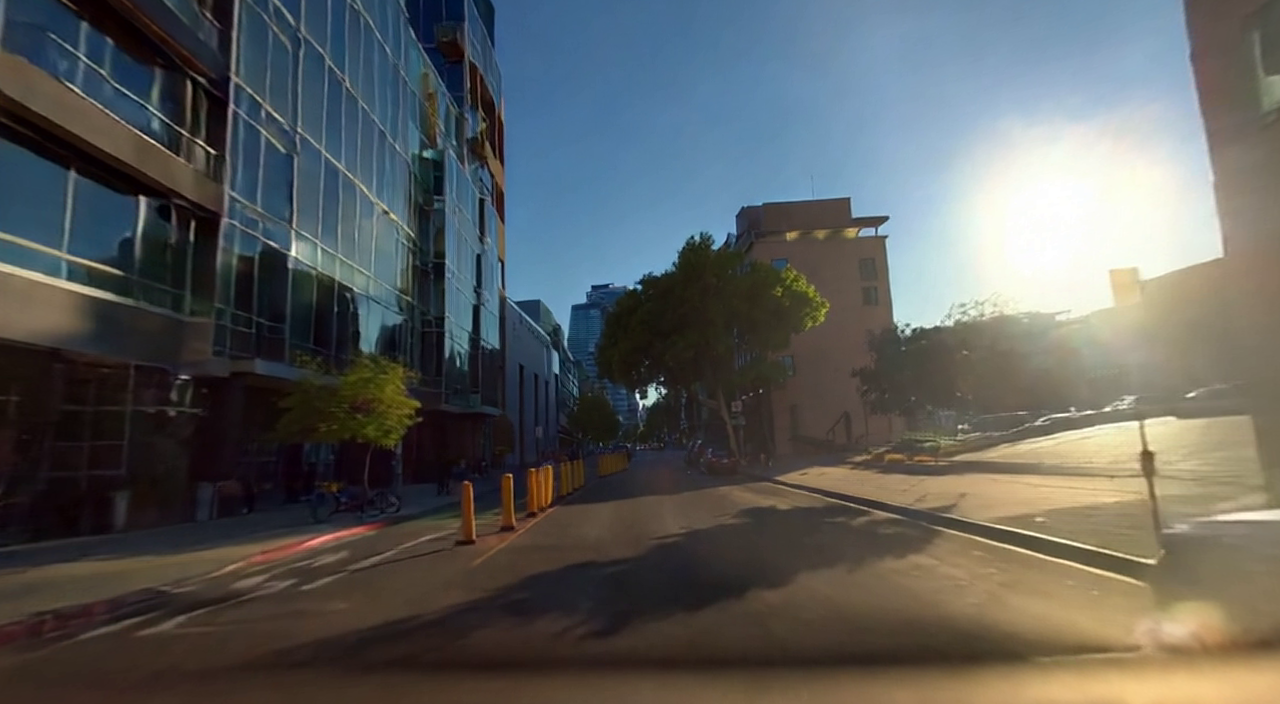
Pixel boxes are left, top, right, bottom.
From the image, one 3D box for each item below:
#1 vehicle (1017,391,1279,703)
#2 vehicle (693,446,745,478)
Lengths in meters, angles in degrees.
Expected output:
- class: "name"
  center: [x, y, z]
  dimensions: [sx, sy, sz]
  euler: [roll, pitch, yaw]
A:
- class: "vehicle"
  center: [3.439, 0.731, 1.591]
  dimensions: [1.963, 1.445, 4.948]
  euler: [-1, -9, 1]
- class: "vehicle"
  center: [3.918, 5.502, 31.967]
  dimensions: [2.020, 1.448, 4.220]
  euler: [-1, -8, -1]
